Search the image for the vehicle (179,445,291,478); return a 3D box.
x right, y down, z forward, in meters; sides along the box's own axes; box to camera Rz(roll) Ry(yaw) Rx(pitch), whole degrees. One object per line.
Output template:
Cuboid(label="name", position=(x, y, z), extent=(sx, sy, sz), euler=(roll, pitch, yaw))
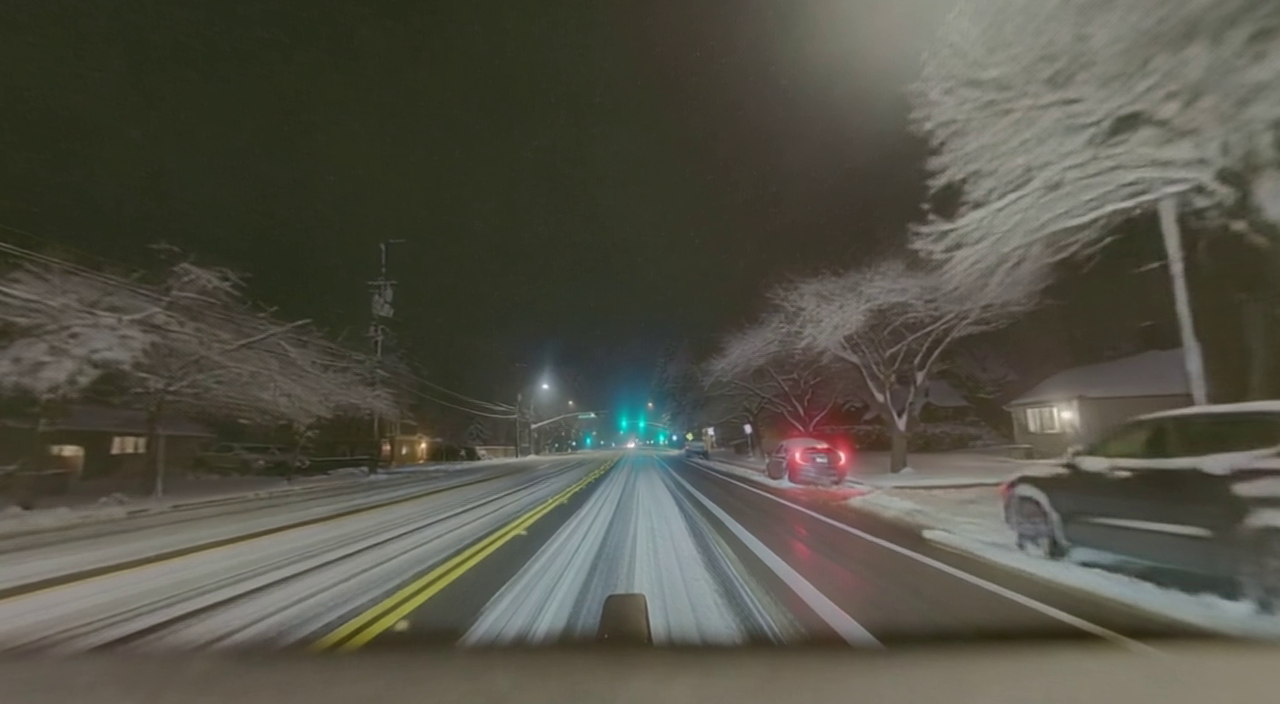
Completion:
Cuboid(label="vehicle", position=(-21.820, 5.885, 34.086), extent=(4.610, 1.721, 2.019), euler=(0, -8, -1))

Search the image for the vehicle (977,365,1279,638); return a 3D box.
Cuboid(label="vehicle", position=(5.193, 1.175, 5.458), extent=(2.047, 1.752, 4.538), euler=(0, -8, 1))

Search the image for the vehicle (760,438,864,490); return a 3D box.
Cuboid(label="vehicle", position=(5.349, 3.543, 20.290), extent=(1.935, 1.453, 4.488), euler=(0, -8, -2))
